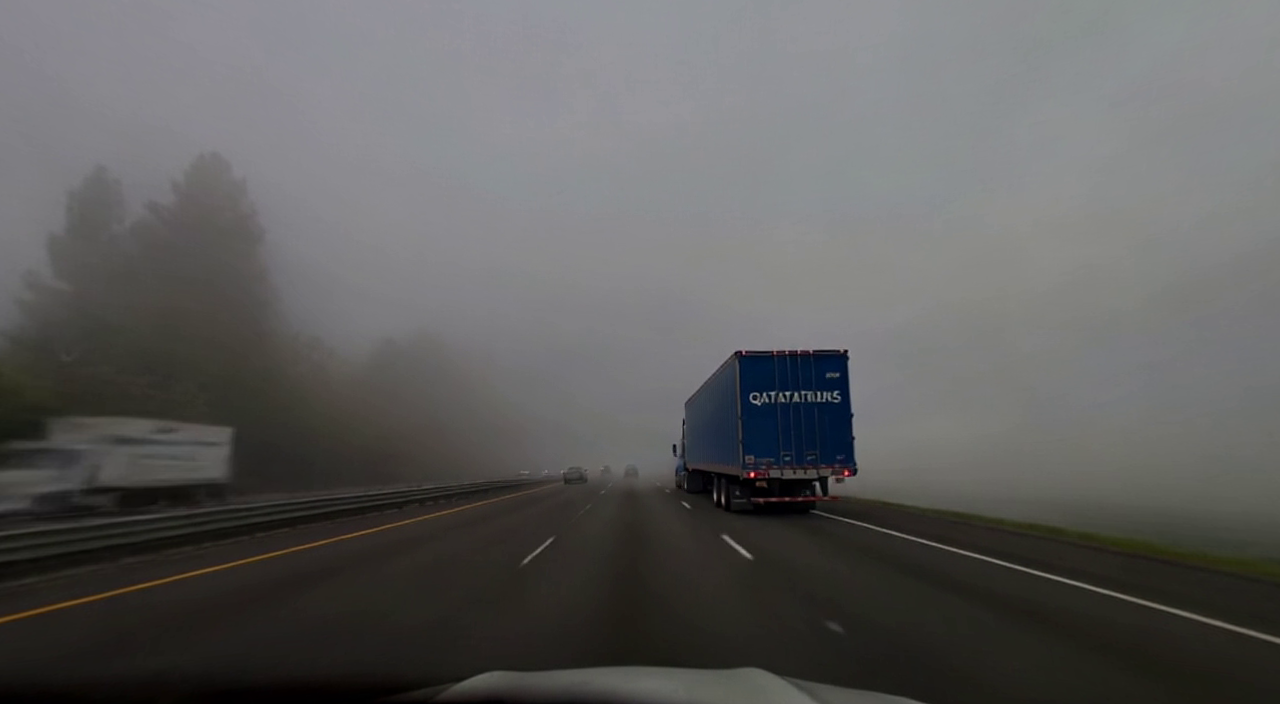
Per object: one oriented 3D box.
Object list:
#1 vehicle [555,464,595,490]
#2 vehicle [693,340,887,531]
[{"bbox_3d":[-4.197,8.179,41.481,2.180,1.556,4.895,1,-10,0],"label":"vehicle"},{"bbox_3d":[3.593,2.698,18.708,2.871,4.032,10.642,1,-10,-1],"label":"vehicle"}]
